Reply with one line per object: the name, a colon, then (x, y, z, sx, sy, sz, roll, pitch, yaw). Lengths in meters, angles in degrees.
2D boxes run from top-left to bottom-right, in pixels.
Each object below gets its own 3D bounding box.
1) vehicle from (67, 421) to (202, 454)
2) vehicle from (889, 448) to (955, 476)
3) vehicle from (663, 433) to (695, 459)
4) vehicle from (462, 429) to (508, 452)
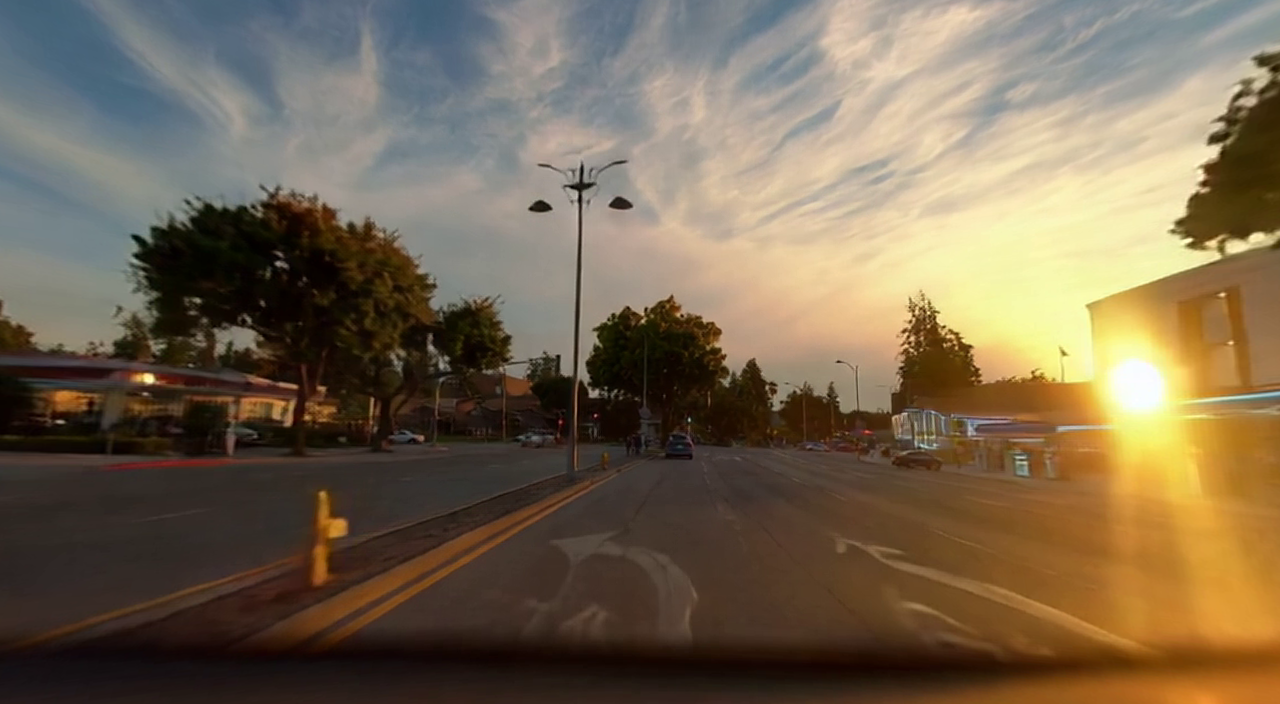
vehicle: (-21.903, 3.744, 27.491, 4.343, 1.379, 1.851, -1, -8, 4)
vehicle: (16.211, 6.340, 36.566, 2.099, 1.464, 4.615, -1, -8, 6)
vehicle: (2.758, 6.495, 43.697, 2.055, 1.655, 4.204, -1, -8, 5)
vehicle: (-10.441, 6.026, 42.865, 2.027, 1.486, 4.105, 0, -8, 1)
